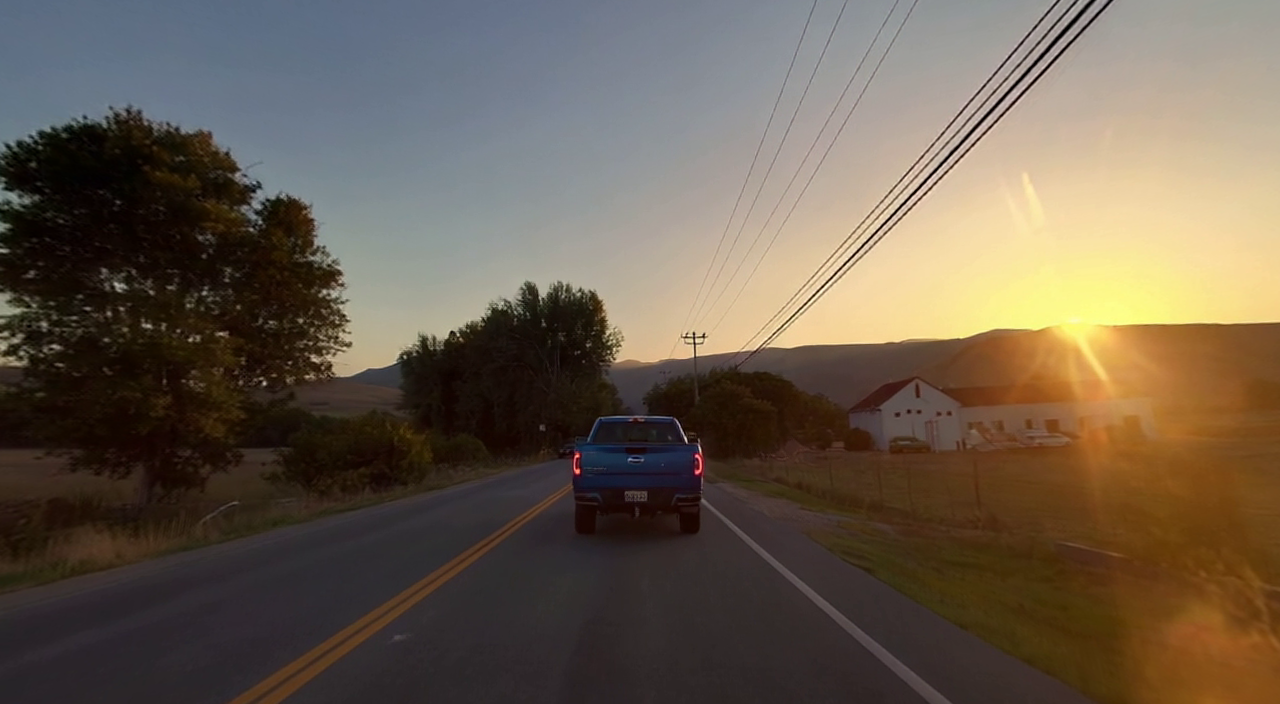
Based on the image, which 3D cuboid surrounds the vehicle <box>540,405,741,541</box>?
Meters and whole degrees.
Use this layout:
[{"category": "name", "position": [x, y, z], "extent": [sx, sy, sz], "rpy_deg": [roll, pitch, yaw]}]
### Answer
[{"category": "vehicle", "position": [-0.064, 2.112, 11.773], "extent": [2.774, 1.861, 5.885], "rpy_deg": [0, -8, -2]}]
